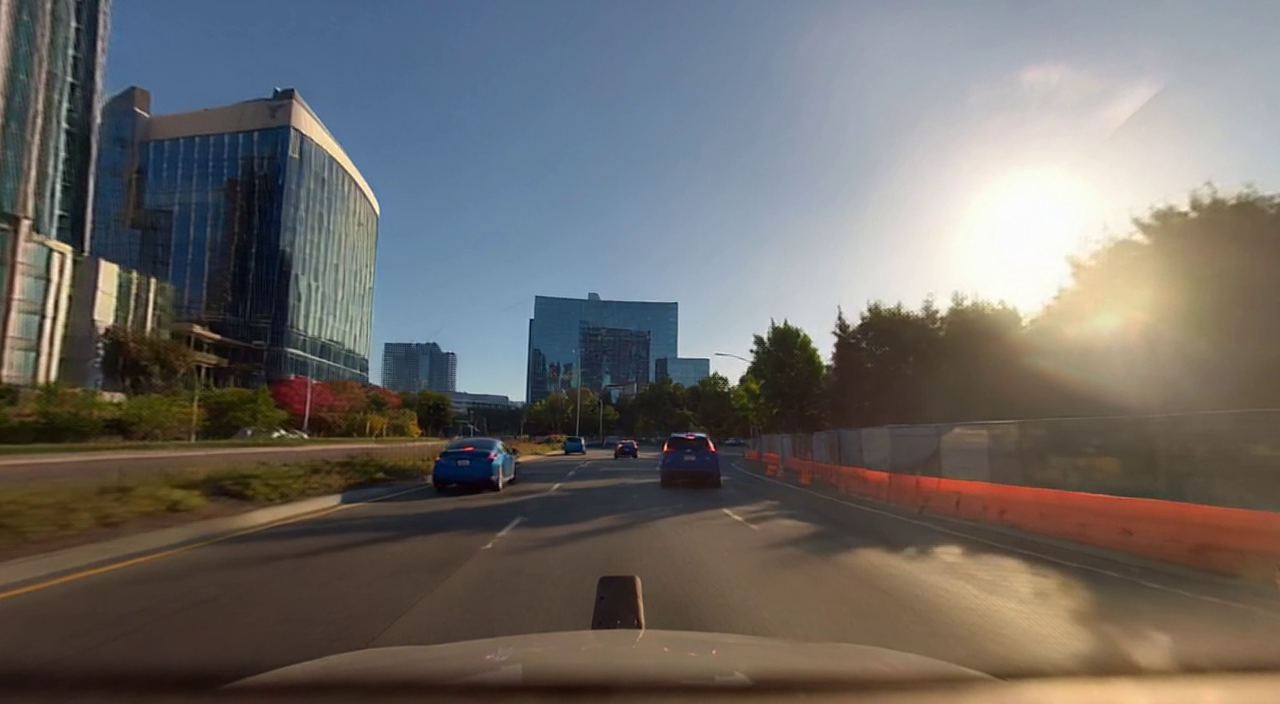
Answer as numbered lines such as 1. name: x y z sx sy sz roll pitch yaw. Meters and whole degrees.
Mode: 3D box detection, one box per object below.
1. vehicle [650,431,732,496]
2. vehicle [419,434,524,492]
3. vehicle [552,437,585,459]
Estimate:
1. vehicle: 1.344 2.860 16.631 1.913 1.499 3.581 -1 -8 5
2. vehicle: -4.537 3.018 17.594 1.848 1.406 4.013 0 -8 0
3. vehicle: -5.092 6.872 45.196 1.888 1.486 4.310 0 -8 0
